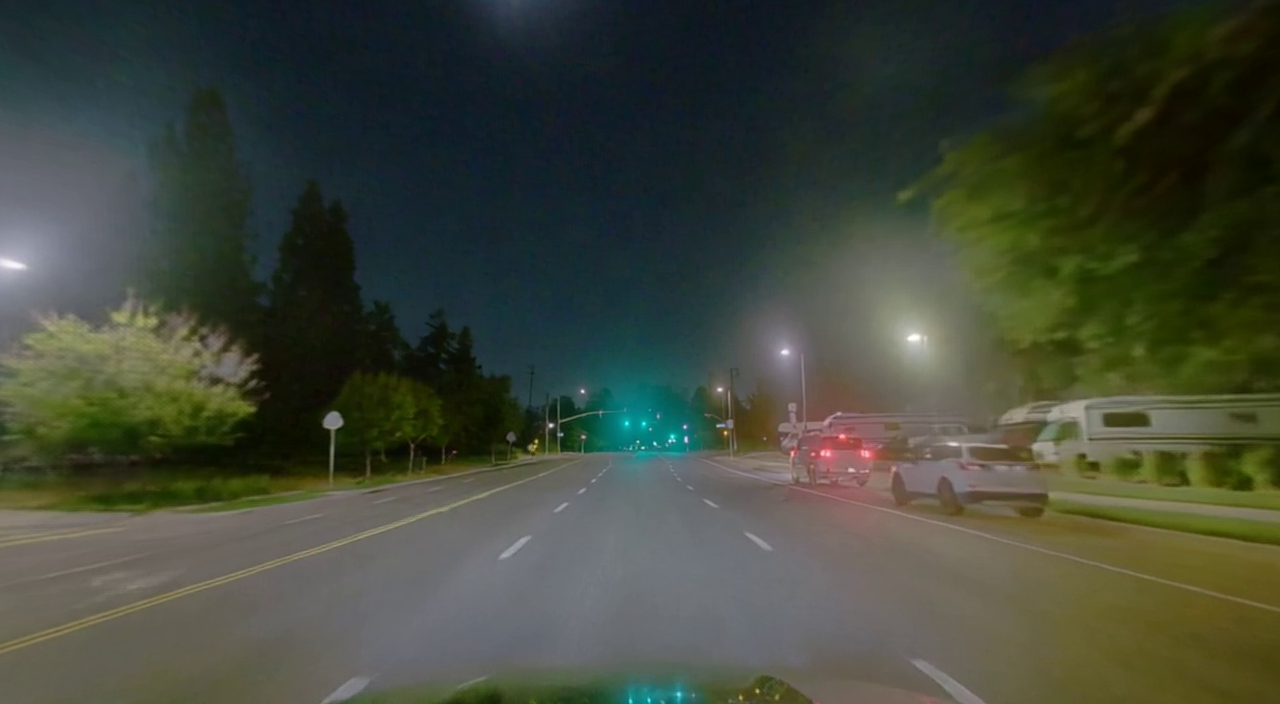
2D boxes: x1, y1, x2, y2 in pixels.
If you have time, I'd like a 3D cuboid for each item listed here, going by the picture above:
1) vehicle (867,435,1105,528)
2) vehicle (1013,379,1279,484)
[{"bbox_3d":[6.323,2.394,12.278,1.993,1.461,4.269,0,-9,-4],"label":"vehicle"},{"bbox_3d":[17.087,2.554,20.321,8.016,2.965,3.192,-1,-8,0],"label":"vehicle"}]
